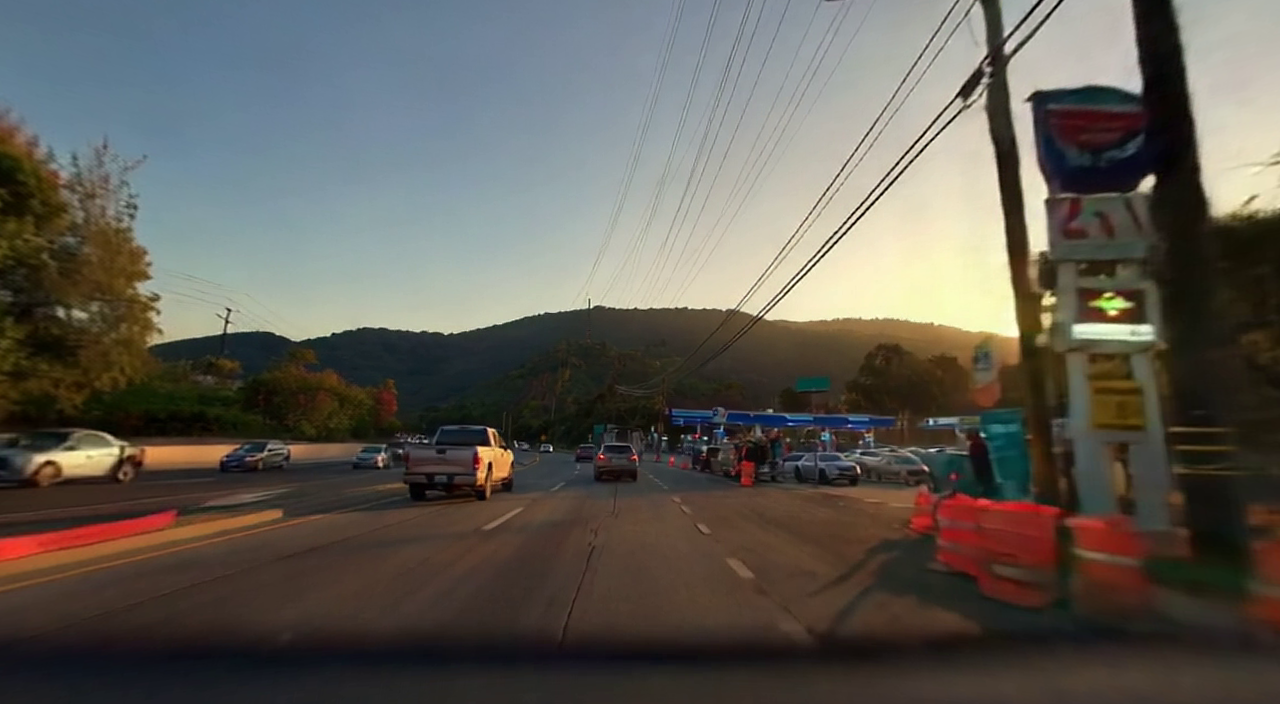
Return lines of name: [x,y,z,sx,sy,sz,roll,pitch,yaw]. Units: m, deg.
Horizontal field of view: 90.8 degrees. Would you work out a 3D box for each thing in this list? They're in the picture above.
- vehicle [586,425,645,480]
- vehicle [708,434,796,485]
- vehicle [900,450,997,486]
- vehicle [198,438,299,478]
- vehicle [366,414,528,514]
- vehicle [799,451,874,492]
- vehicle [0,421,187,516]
vehicle: [-1.213,4.668,29.491,2.486,2.280,5.291,0,-9,-3]
vehicle: [5.240,5.188,30.943,2.706,2.199,6.527,1,-9,-4]
vehicle: [16.680,6.264,34.460,1.986,1.771,4.809,2,-9,-15]
vehicle: [-17.873,4.851,29.116,1.972,1.677,4.443,0,-9,-4]
vehicle: [-4.423,2.706,15.750,2.345,2.012,5.693,0,-9,-1]
vehicle: [8.705,5.314,28.408,1.933,1.480,4.249,2,-7,-2]
vehicle: [-13.180,2.554,14.249,2.136,1.787,5.145,0,-9,-1]
